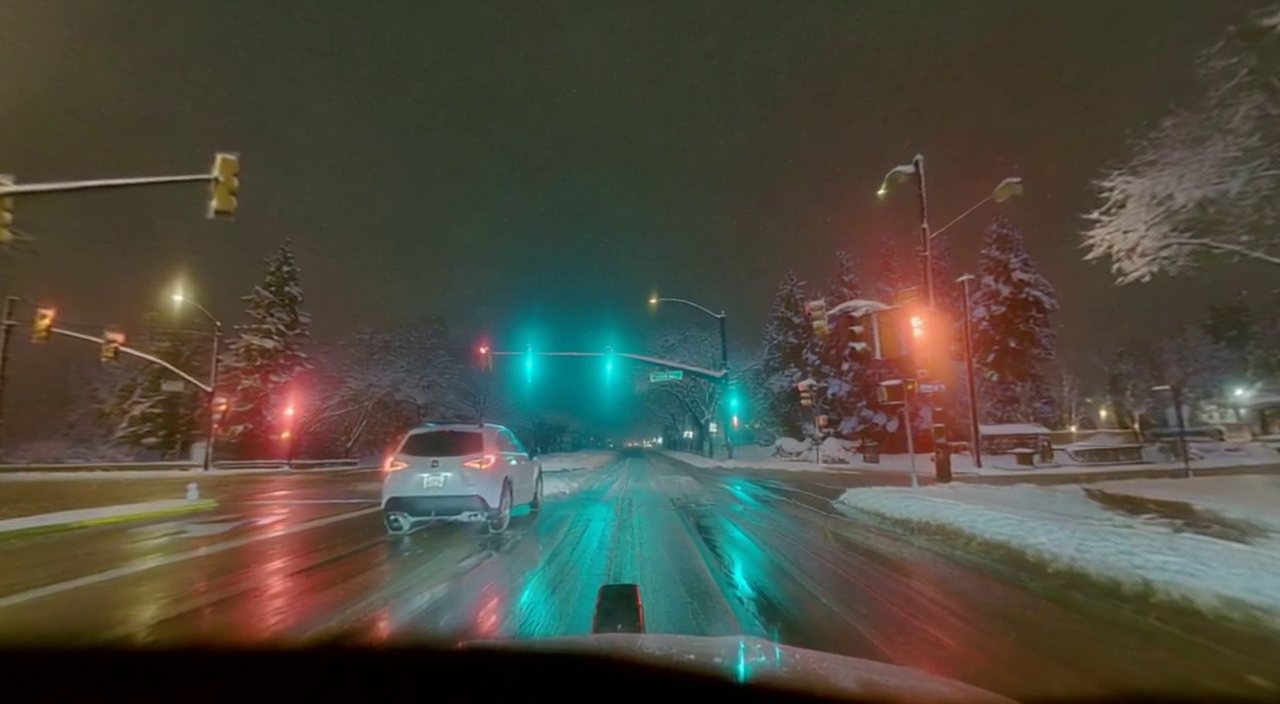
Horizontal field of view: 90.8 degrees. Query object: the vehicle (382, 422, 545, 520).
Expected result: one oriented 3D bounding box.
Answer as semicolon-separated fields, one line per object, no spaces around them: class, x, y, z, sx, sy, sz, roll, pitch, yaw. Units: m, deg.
vehicle;-3.254;2.305;12.754;2.076;1.599;4.483;0;-9;-1
